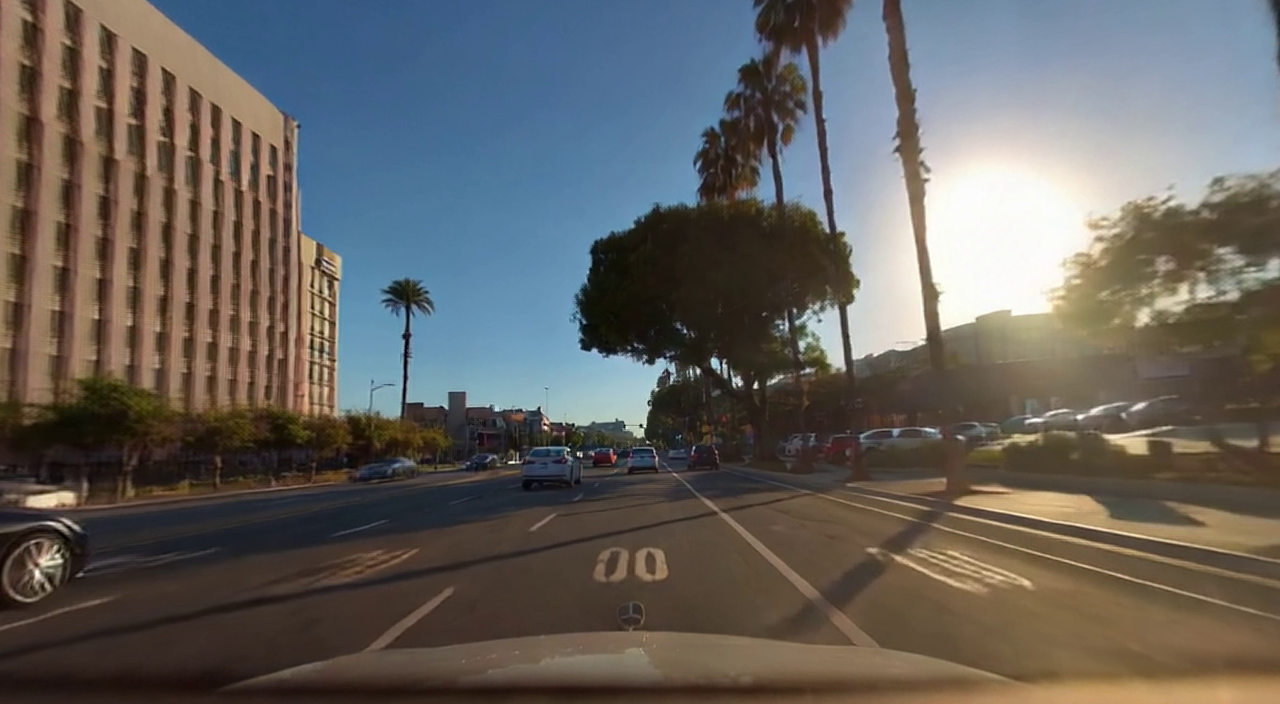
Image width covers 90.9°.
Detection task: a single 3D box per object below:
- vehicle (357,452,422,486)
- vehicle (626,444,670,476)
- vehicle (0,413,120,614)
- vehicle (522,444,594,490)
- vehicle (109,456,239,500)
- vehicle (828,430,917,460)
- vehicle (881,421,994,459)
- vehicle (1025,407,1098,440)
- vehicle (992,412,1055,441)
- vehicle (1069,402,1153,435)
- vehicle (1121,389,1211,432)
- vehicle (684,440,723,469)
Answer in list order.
[{"bbox_3d":[-14.059,6.552,35.612,1.841,1.697,4.289,-1,-8,1],"label":"vehicle"},{"bbox_3d":[0.398,5.621,33.082,2.147,1.507,3.953,0,-8,1],"label":"vehicle"},{"bbox_3d":[-6.614,1.253,4.400,2.030,1.730,4.506,-1,-8,1],"label":"vehicle"},{"bbox_3d":[-2.876,4.130,23.083,1.908,1.505,4.369,-1,-8,2],"label":"vehicle"},{"bbox_3d":[-35.505,9.567,48.205,7.627,3.125,2.867,-1,-9,3],"label":"vehicle"},{"bbox_3d":[12.292,4.910,33.291,4.284,1.450,1.927,4,-10,-27],"label":"vehicle"},{"bbox_3d":[12.848,3.787,27.185,4.749,1.457,1.806,3,-11,-28],"label":"vehicle"},{"bbox_3d":[23.445,3.956,35.006,4.049,1.503,1.847,2,-12,-36],"label":"vehicle"},{"bbox_3d":[23.041,4.483,37.878,3.593,1.608,1.778,4,-9,-34],"label":"vehicle"},{"bbox_3d":[23.458,3.367,31.337,4.576,1.511,1.801,5,-10,-34],"label":"vehicle"},{"bbox_3d":[23.595,2.672,28.233,4.448,1.701,1.954,6,-11,-36],"label":"vehicle"},{"bbox_3d":[4.132,6.756,41.636,2.108,1.785,4.334,0,-8,0],"label":"vehicle"}]
